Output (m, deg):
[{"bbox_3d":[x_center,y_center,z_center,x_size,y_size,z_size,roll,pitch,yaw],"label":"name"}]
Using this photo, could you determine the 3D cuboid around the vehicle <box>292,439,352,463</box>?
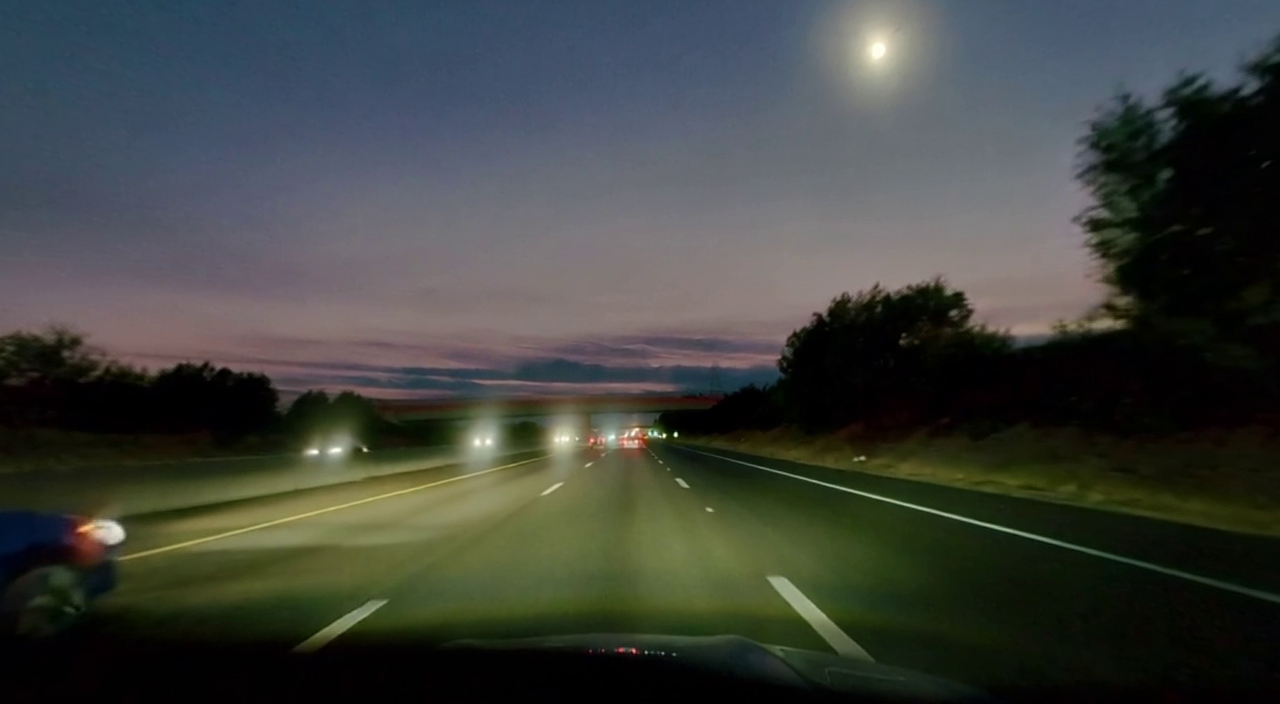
[{"bbox_3d":[-20.562,6.402,40.947,1.847,1.443,4.064,0,-8,0],"label":"vehicle"}]
